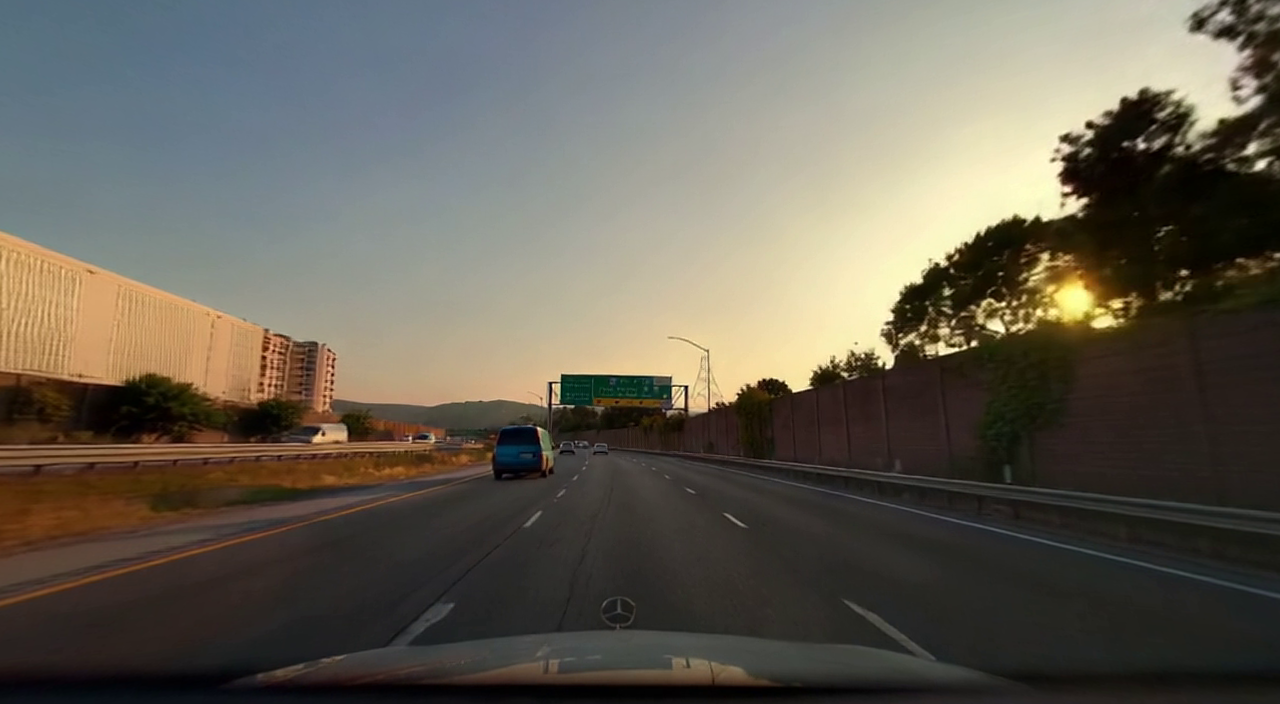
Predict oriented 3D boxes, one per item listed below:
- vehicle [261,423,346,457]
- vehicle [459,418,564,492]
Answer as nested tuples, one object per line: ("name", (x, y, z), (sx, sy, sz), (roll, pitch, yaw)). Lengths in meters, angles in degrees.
("vehicle", (-16.575, 4.384, 31.297), (1.752, 1.504, 4.652), (0, -8, -2))
("vehicle", (-3.653, 3.027, 18.893), (2.260, 1.901, 4.665), (0, -8, -1))
